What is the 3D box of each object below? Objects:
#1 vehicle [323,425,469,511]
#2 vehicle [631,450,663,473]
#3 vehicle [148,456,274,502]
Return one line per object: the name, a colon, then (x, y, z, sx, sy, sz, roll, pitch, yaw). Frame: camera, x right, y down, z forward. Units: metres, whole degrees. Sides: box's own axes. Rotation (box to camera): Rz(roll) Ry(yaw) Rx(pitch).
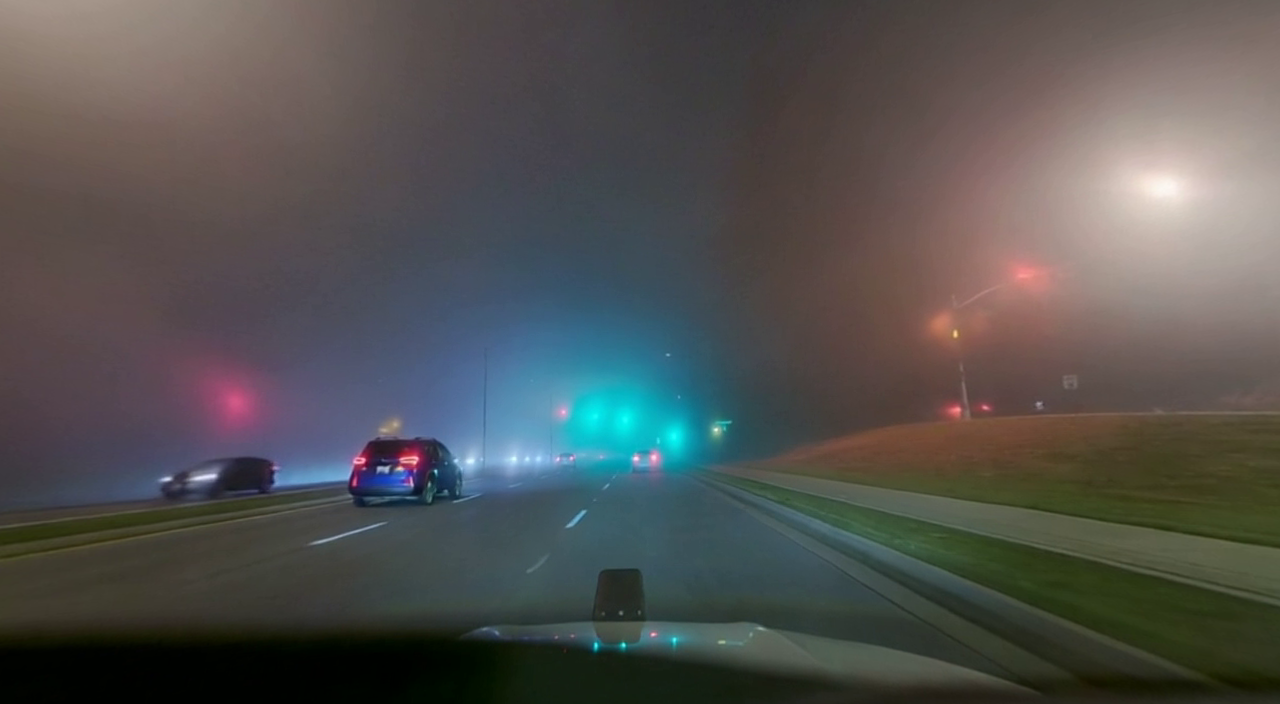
vehicle: (-6.070, 2.924, 16.310, 2.027, 1.908, 4.273, 0, -9, 0)
vehicle: (0.413, 7.548, 43.545, 2.091, 1.494, 3.962, 0, -9, -1)
vehicle: (-16.059, 4.731, 23.846, 1.914, 1.508, 4.004, 0, -9, 0)
